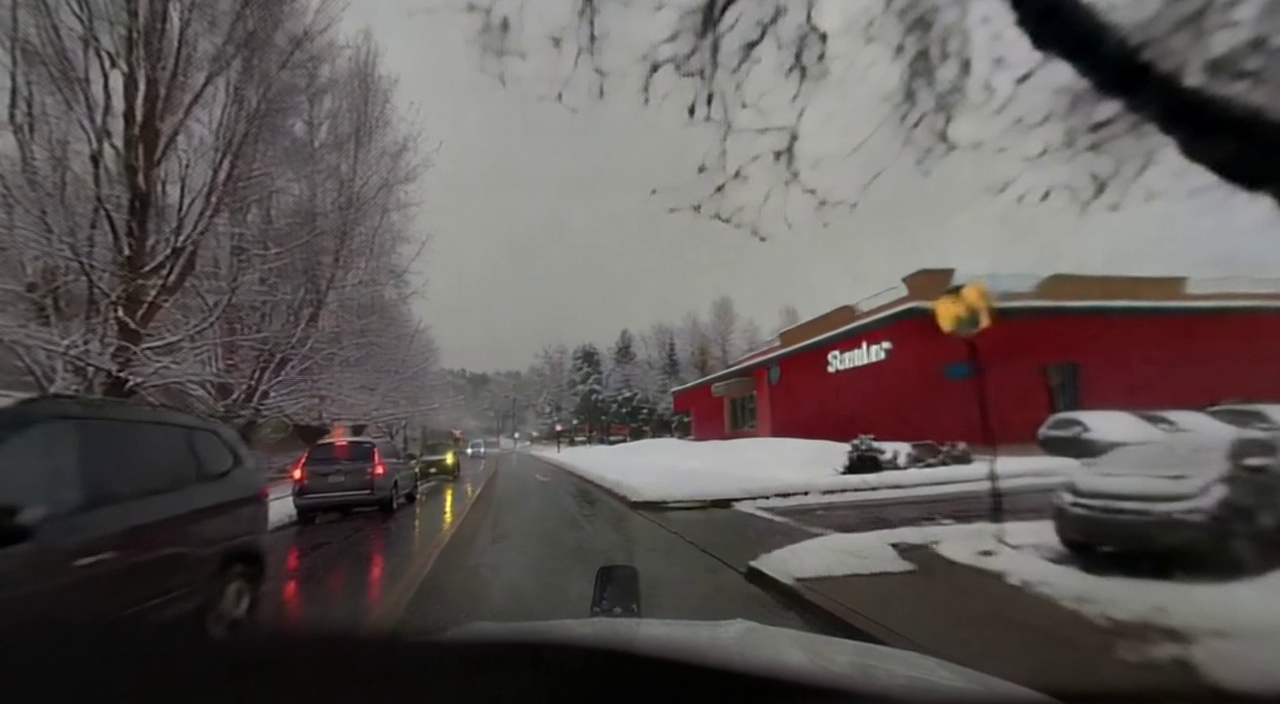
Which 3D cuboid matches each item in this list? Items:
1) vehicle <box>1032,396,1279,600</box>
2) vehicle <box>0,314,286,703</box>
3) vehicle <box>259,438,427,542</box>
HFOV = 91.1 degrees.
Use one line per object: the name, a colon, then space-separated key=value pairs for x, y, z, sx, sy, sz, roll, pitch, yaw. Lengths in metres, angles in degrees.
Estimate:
vehicle: x=6.079 y=1.300 z=6.590 sx=3.575 sy=1.473 sz=1.785 roll=-1 pitch=-8 yaw=-32
vehicle: x=-3.164 y=0.778 z=2.105 sx=2.065 sy=1.773 sz=4.128 roll=1 pitch=-8 yaw=-9
vehicle: x=-5.246 y=2.392 z=11.733 sx=1.768 sy=1.539 sz=4.147 roll=1 pitch=-8 yaw=-11
